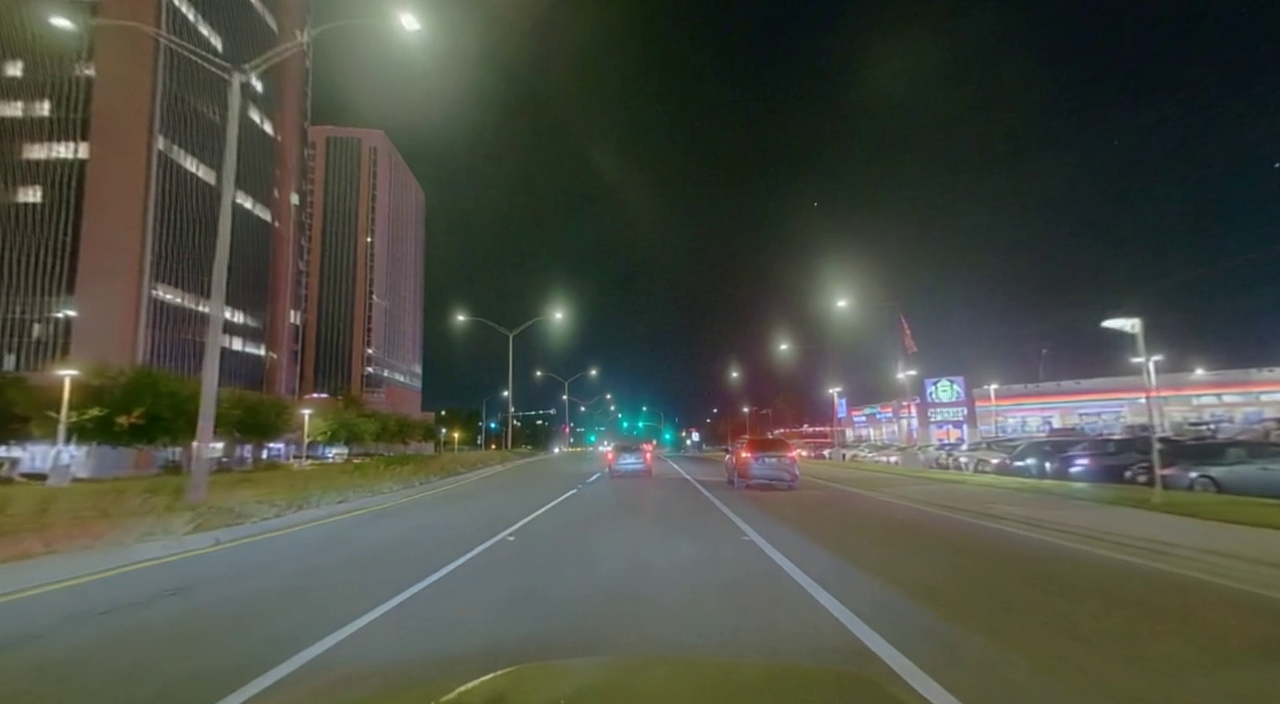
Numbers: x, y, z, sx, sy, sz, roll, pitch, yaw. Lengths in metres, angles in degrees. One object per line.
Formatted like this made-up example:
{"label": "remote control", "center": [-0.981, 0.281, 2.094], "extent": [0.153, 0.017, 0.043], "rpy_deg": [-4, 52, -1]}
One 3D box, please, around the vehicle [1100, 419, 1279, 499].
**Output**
{"label": "vehicle", "center": [13.875, 2.628, 15.806], "extent": [4.367, 1.748, 2.007], "rpy_deg": [4, -10, -29]}

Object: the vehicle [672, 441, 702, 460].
{"label": "vehicle", "center": [3.672, 7.779, 49.939], "extent": [2.012, 1.462, 4.400], "rpy_deg": [0, -8, 0]}

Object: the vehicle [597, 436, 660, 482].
{"label": "vehicle", "center": [-0.382, 3.814, 22.779], "extent": [2.059, 1.477, 3.988], "rpy_deg": [0, -8, 0]}

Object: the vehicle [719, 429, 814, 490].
{"label": "vehicle", "center": [3.771, 3.282, 19.603], "extent": [2.007, 1.683, 4.171], "rpy_deg": [0, -8, -1]}

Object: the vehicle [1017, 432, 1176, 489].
{"label": "vehicle", "center": [13.492, 3.147, 18.614], "extent": [4.312, 1.485, 1.995], "rpy_deg": [4, -9, -28]}
